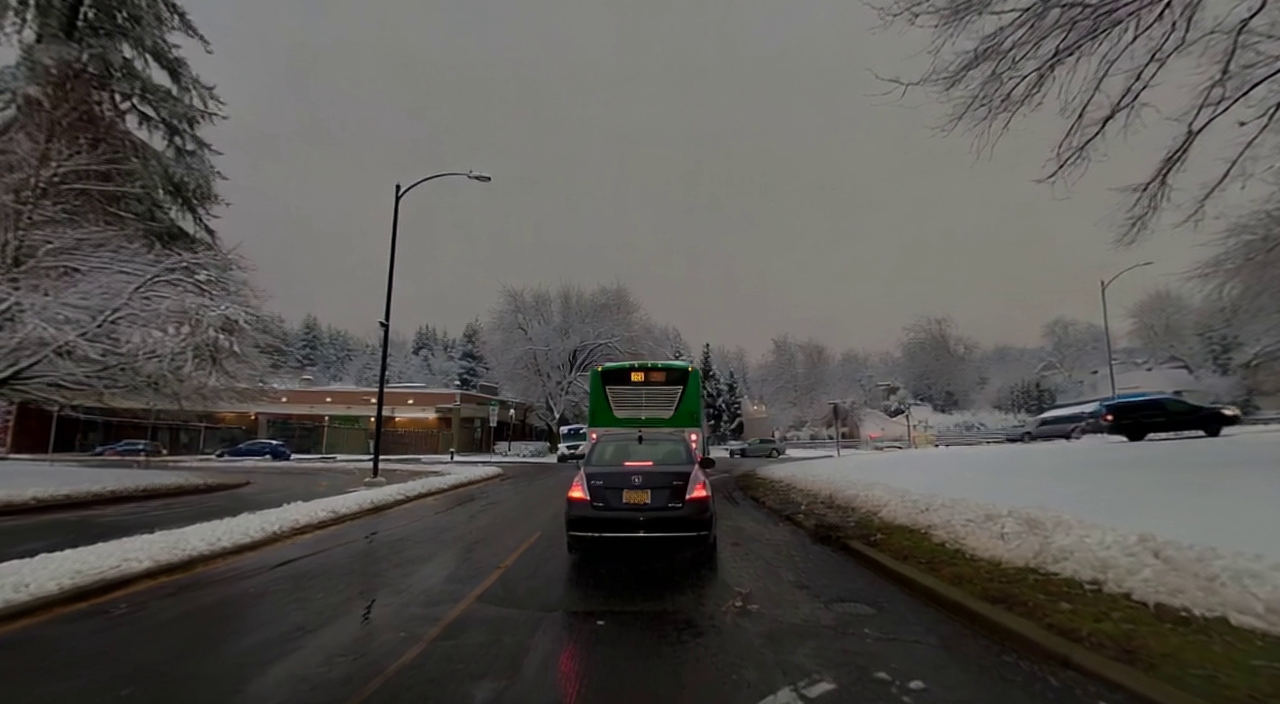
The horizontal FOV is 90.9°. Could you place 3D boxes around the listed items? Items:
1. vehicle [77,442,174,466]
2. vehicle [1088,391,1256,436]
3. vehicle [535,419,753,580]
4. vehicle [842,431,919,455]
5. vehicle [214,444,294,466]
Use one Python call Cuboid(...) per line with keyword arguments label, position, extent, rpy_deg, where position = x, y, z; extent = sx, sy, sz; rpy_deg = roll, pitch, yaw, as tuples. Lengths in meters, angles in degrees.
Cuboid(label="vehicle", position=(-32.010, 6.336, 39.337), extent=(4.473, 1.442, 1.743), rpy_deg=(7, -11, -38))
Cuboid(label="vehicle", position=(19.664, 2.375, 23.483), extent=(1.781, 1.458, 4.359), rpy_deg=(6, -10, -35))
Cuboid(label="vehicle", position=(0.061, 1.666, 7.879), extent=(2.020, 1.478, 3.922), rpy_deg=(0, -8, 1))
Cuboid(label="vehicle", position=(15.785, 6.001, 41.407), extent=(4.422, 1.457, 1.882), rpy_deg=(-5, -10, 29))
Cuboid(label="vehicle", position=(-25.905, 6.920, 42.453), extent=(4.403, 1.422, 1.697), rpy_deg=(4, -9, -26))
